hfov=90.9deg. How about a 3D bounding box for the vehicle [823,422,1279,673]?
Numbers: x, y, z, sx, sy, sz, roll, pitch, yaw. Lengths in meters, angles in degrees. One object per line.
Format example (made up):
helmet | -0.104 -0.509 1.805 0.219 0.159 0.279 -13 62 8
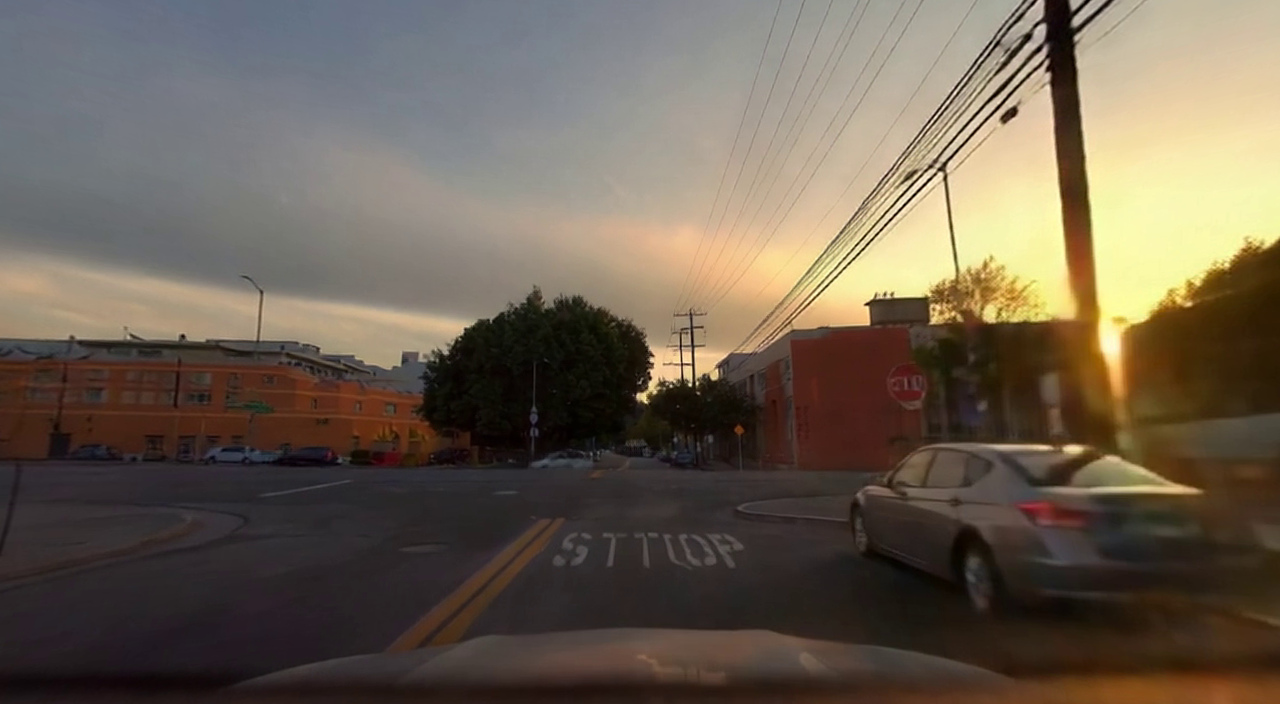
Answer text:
vehicle | 3.623 1.537 6.281 2.041 1.495 4.815 0 -8 -1

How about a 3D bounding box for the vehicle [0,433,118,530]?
vehicle | -12.248 2.164 10.943 4.351 1.496 2.029 2 -8 -7

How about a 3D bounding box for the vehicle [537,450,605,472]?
vehicle | -5.042 8.049 46.717 4.869 1.517 1.819 0 -9 -3

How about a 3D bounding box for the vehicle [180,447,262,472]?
vehicle | -30.325 7.784 45.725 4.440 1.671 2.036 0 -9 -2

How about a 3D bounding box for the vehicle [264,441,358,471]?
vehicle | -20.542 6.514 39.494 4.689 1.803 1.958 0 -8 -2
